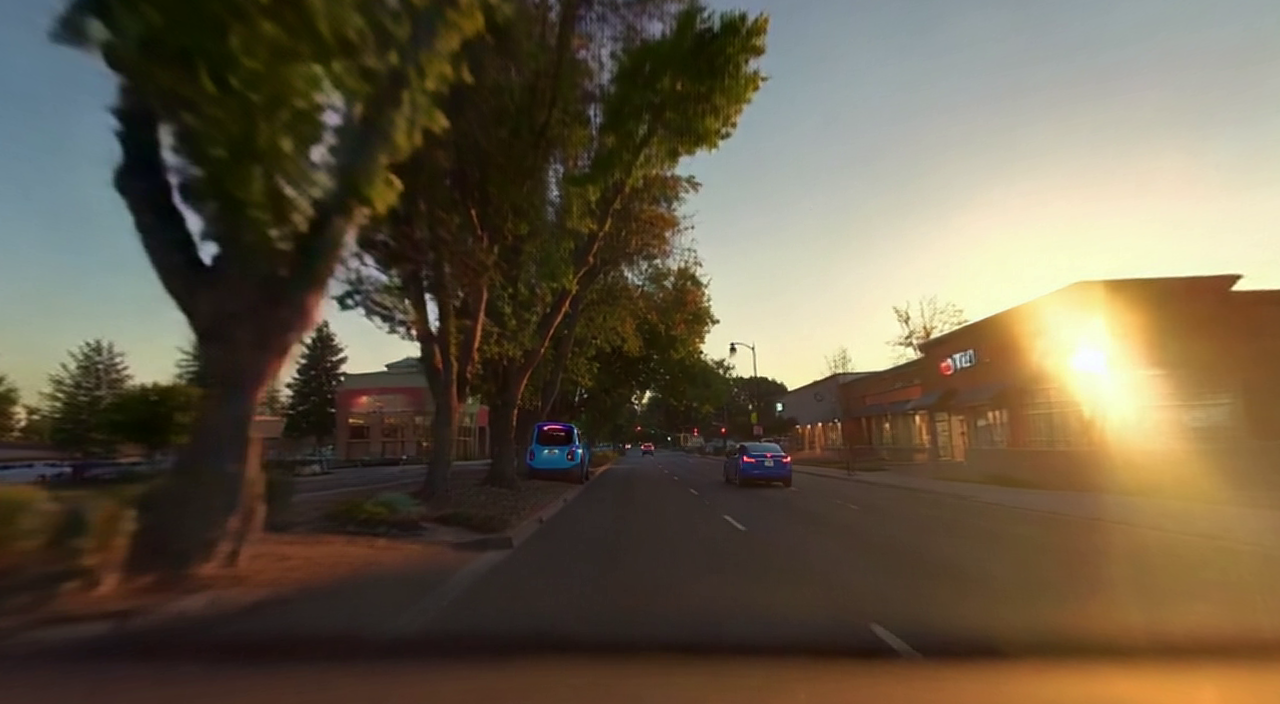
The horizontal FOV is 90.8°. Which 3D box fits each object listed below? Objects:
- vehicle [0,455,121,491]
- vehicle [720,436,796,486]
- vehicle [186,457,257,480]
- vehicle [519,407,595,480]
[{"bbox_3d":[-31.870,6.478,34.033,5.692,1.725,2.144,5,-10,-33],"label":"vehicle"},{"bbox_3d":[4.206,3.959,23.183,1.869,1.646,4.166,0,-9,-2],"label":"vehicle"},{"bbox_3d":[-31.635,8.793,47.881,4.225,1.449,1.819,1,-9,-26],"label":"vehicle"},{"bbox_3d":[-3.370,3.947,27.134,2.443,2.784,5.862,0,-9,0],"label":"vehicle"}]
